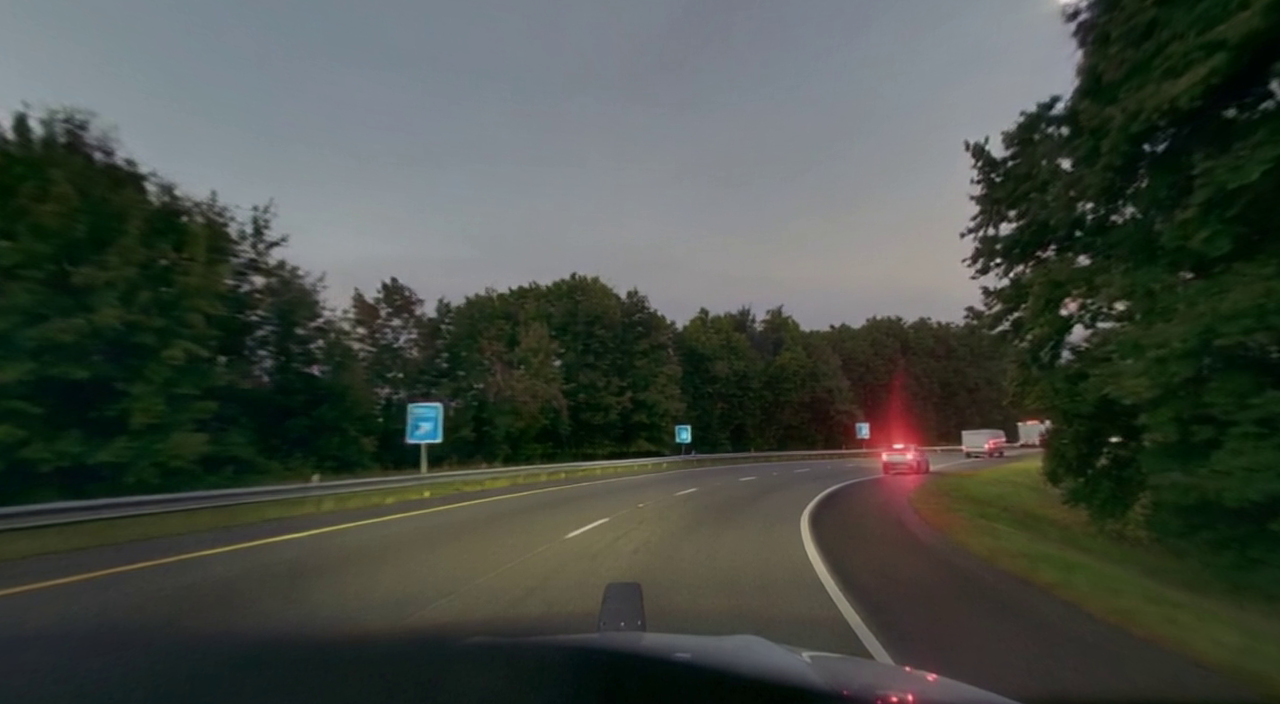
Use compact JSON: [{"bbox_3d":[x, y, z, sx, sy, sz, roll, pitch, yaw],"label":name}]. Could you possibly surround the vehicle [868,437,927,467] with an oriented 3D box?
[{"bbox_3d":[15.480,5.969,37.778,2.221,1.674,4.325,-7,-11,36],"label":"vehicle"}]
